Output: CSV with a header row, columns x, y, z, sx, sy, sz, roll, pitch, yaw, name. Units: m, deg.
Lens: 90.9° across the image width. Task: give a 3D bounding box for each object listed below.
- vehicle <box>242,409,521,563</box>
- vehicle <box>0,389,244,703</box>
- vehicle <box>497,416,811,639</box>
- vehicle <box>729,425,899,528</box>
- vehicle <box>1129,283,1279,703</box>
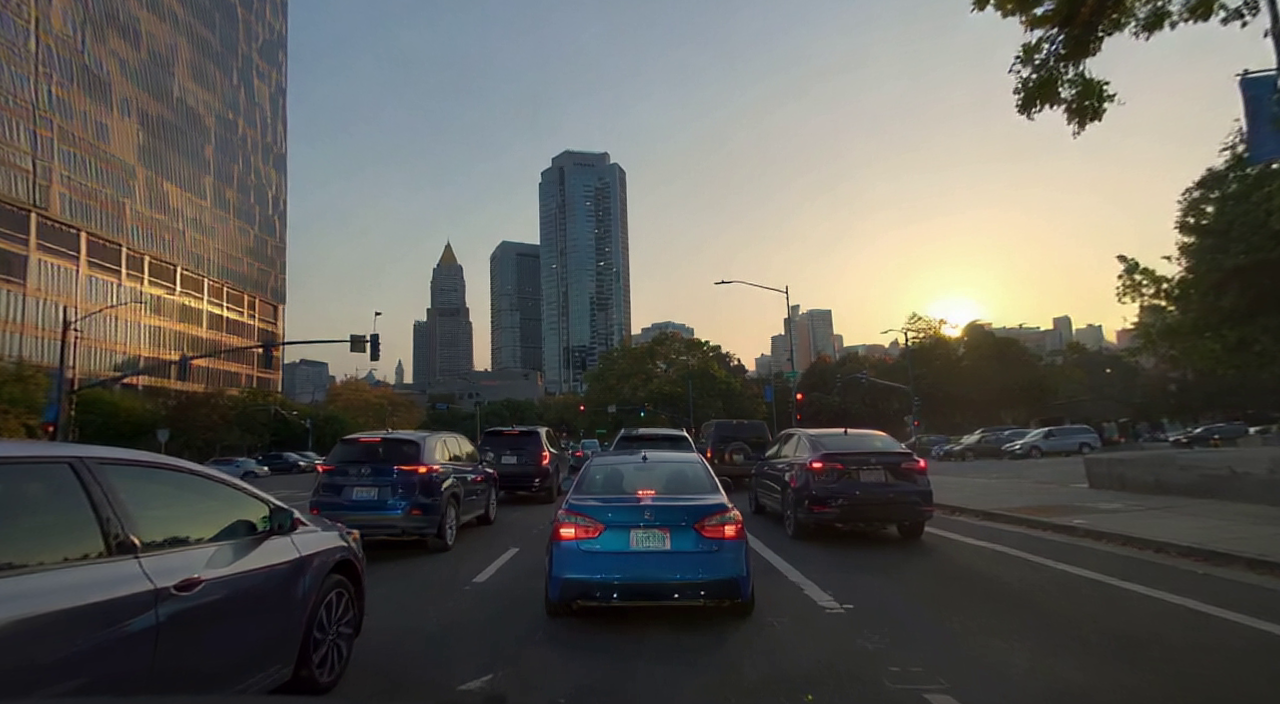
x,y,z,sx,sy,sz,roll,pitch,yaw,name
-3.371,1.864,9.487,2.168,1.719,4.561,-1,-9,1,vehicle
-3.394,0.746,1.229,2.144,1.505,4.635,-1,-9,1,vehicle
0.089,1.502,6.372,2.147,1.507,3.953,0,-8,0,vehicle
3.157,2.356,12.501,2.110,1.661,4.295,0,-9,0,vehicle
3.060,0.432,0.302,2.108,1.785,4.334,0,-9,0,vehicle
